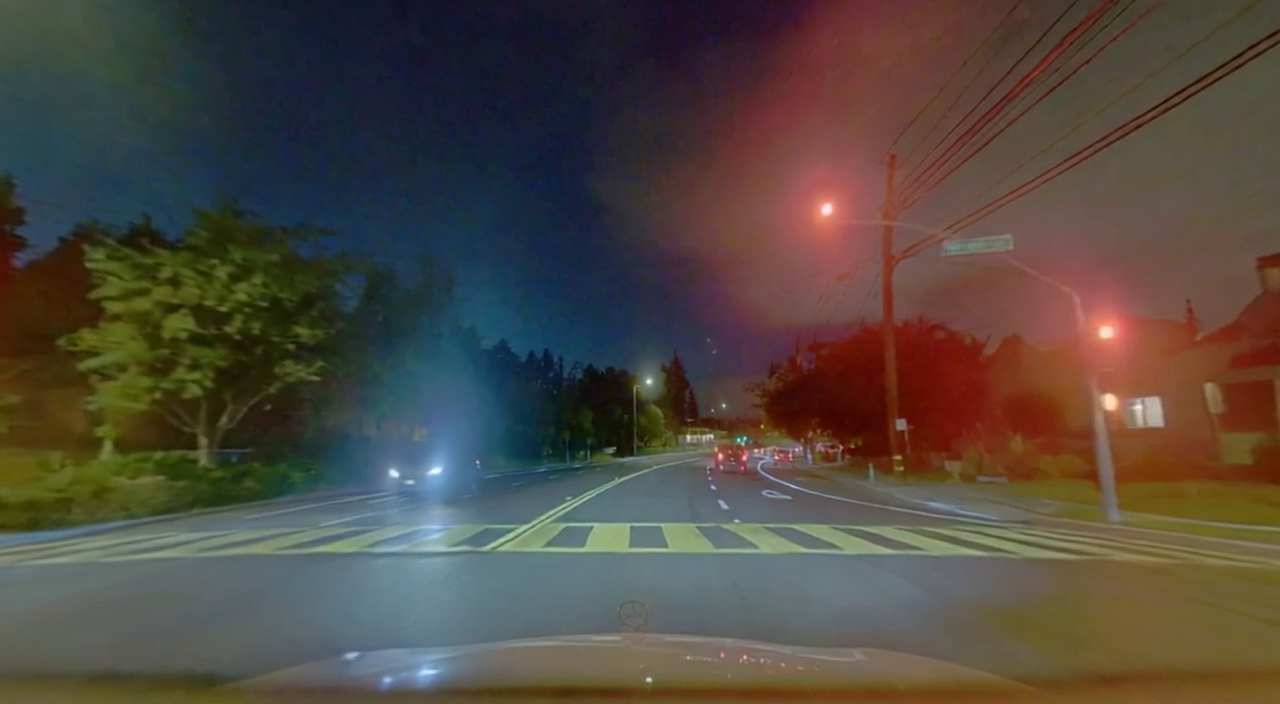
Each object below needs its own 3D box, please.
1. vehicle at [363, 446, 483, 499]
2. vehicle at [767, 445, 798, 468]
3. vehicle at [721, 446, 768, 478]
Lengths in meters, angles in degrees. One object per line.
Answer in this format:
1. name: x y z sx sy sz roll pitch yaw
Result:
1. vehicle: -6.642 3.719 19.906 1.985 1.463 4.294 -1 -8 5
2. vehicle: 10.980 8.055 48.715 2.027 1.674 4.256 -1 -8 9
3. vehicle: 5.360 5.667 32.764 1.951 1.479 4.487 -1 -8 4
